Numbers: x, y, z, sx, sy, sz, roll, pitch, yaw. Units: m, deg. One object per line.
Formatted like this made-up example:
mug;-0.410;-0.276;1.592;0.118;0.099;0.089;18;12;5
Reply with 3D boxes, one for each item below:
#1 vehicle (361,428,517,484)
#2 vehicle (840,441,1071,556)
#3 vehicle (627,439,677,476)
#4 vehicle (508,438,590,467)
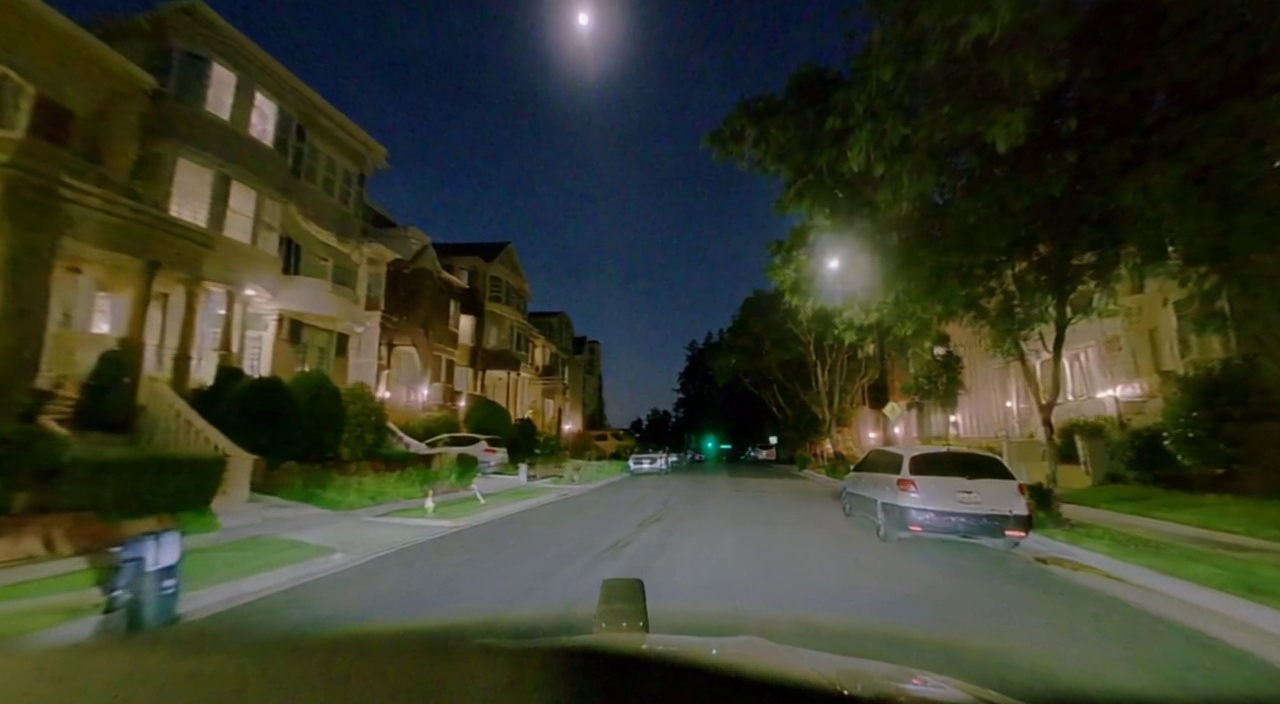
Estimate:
vehicle;-6.621;3.424;20.971;4.480;1.740;1.988;-2;-8;13
vehicle;4.673;2.157;10.223;1.996;1.409;4.446;-1;-8;8
vehicle;0.649;5.162;30.984;1.974;1.664;4.539;-1;-9;7
vehicle;-5.353;5.942;37.523;4.414;1.658;1.988;-1;-8;8
